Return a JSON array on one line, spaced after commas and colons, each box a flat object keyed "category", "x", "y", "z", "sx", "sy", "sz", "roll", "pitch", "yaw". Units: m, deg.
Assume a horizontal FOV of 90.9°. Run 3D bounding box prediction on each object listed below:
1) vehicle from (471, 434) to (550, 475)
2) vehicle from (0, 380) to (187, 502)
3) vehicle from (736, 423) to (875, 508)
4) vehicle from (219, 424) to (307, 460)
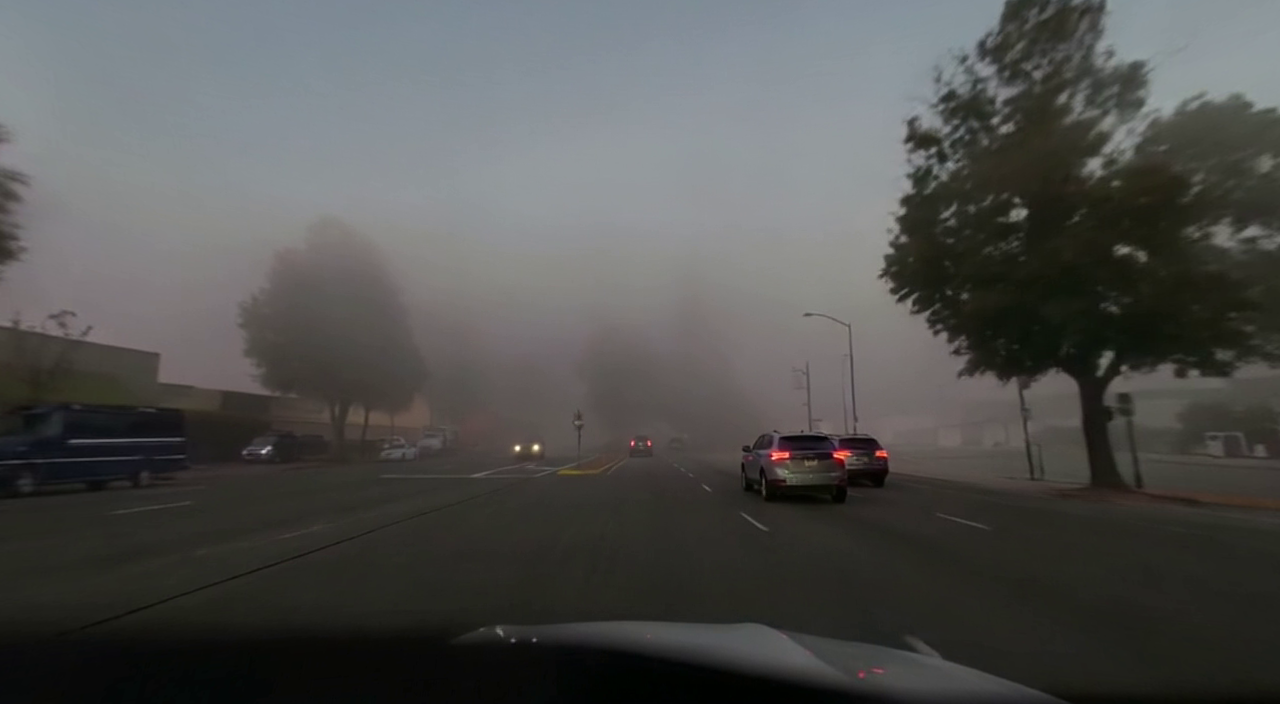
[{"category": "vehicle", "x": -4.784, "y": 3.854, "z": 23.969, "sx": 2.084, "sy": 1.415, "sz": 4.580, "roll": 0, "pitch": -8, "yaw": -1}, {"category": "vehicle", "x": -18.911, "y": 2.937, "z": 20.769, "sx": 2.783, "sy": 3.367, "sz": 6.723, "roll": 0, "pitch": -8, "yaw": 1}, {"category": "vehicle", "x": 3.582, "y": 2.524, "z": 14.462, "sx": 2.072, "sy": 1.669, "sz": 3.836, "roll": 0, "pitch": -8, "yaw": -1}, {"category": "vehicle", "x": -25.172, "y": 6.006, "z": 42.488, "sx": 2.200, "sy": 2.170, "sz": 6.131, "roll": 0, "pitch": -7, "yaw": -1}]
